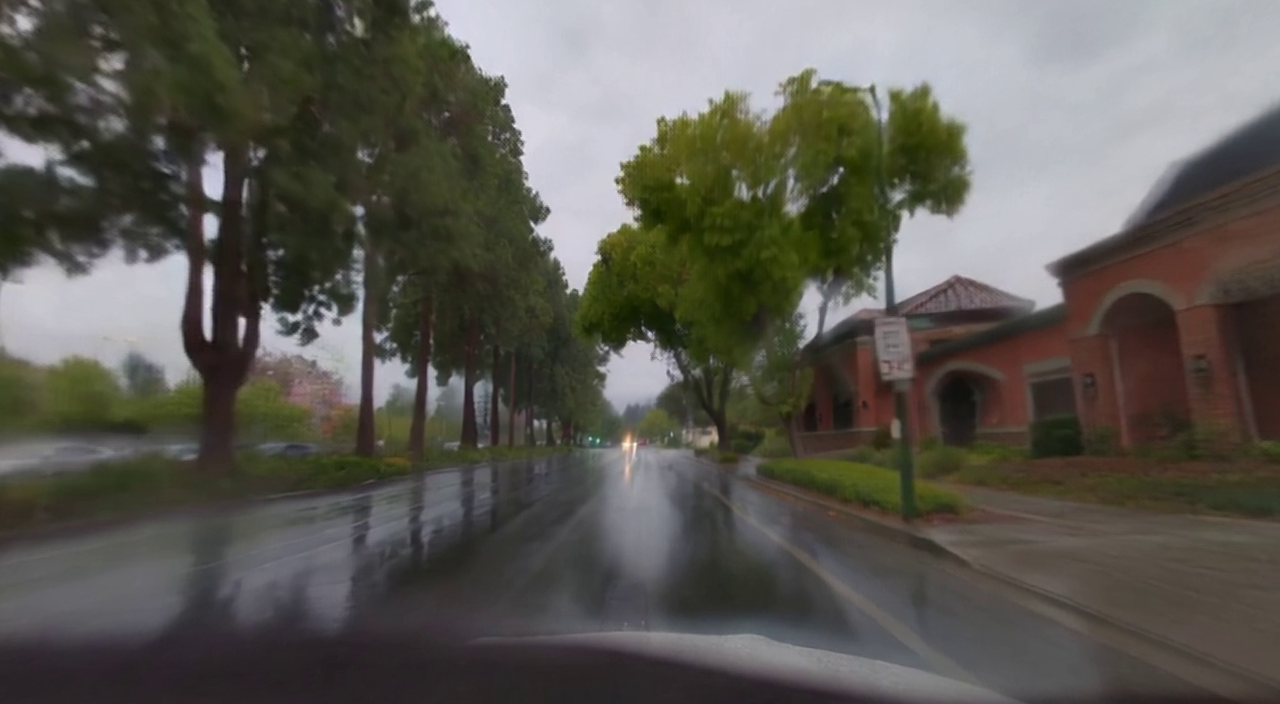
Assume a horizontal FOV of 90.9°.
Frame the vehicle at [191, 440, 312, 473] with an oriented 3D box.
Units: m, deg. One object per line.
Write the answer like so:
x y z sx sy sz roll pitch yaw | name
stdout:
-19.105 5.122 31.138 4.606 1.544 1.965 0 -8 -1 | vehicle

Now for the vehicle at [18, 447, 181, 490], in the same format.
-19.370 4.177 22.733 4.005 1.433 1.953 0 -8 0 | vehicle
